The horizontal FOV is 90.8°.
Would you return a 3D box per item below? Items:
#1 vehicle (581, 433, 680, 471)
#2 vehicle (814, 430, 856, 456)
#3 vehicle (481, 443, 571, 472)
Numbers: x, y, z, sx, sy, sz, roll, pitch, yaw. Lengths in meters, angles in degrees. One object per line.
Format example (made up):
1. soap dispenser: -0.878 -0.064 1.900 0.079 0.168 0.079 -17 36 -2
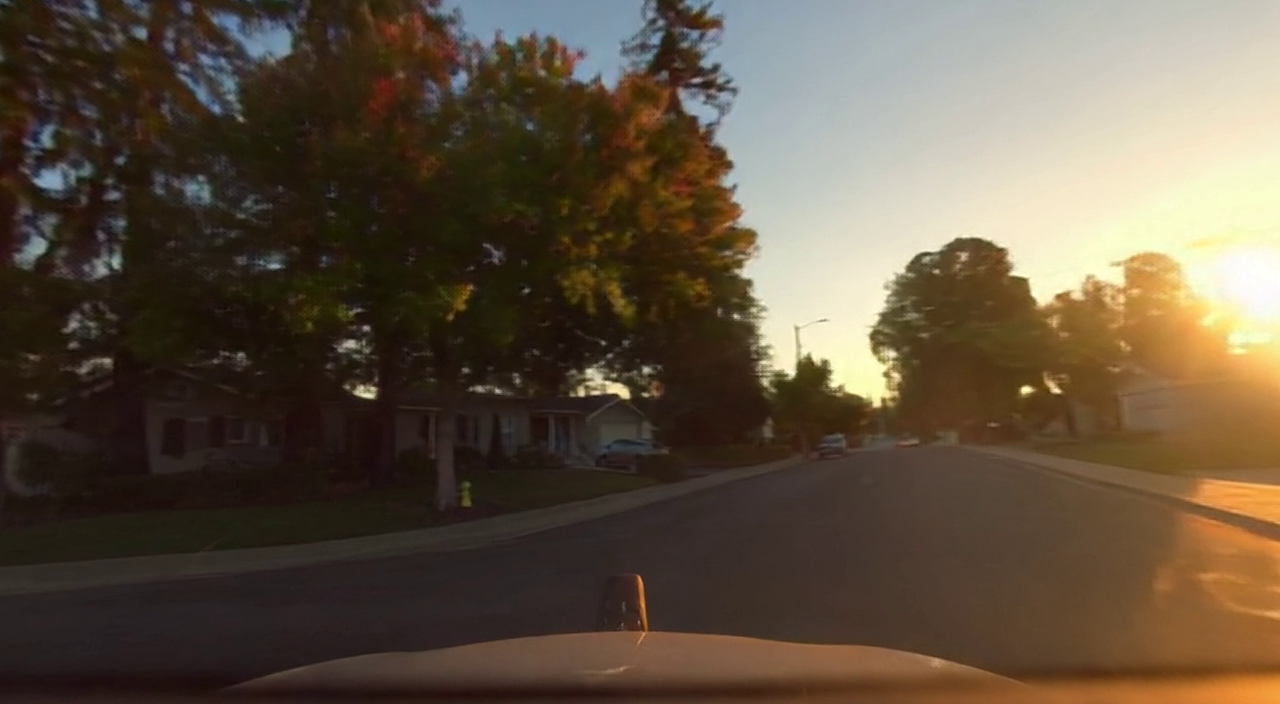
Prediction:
1. vehicle: -0.488 5.003 31.567 4.559 1.745 1.918 -5 -9 21
2. vehicle: 14.637 6.802 47.164 2.319 1.758 4.545 -5 -9 24
3. vehicle: -6.214 5.734 34.409 4.531 1.470 1.855 -5 -9 24
